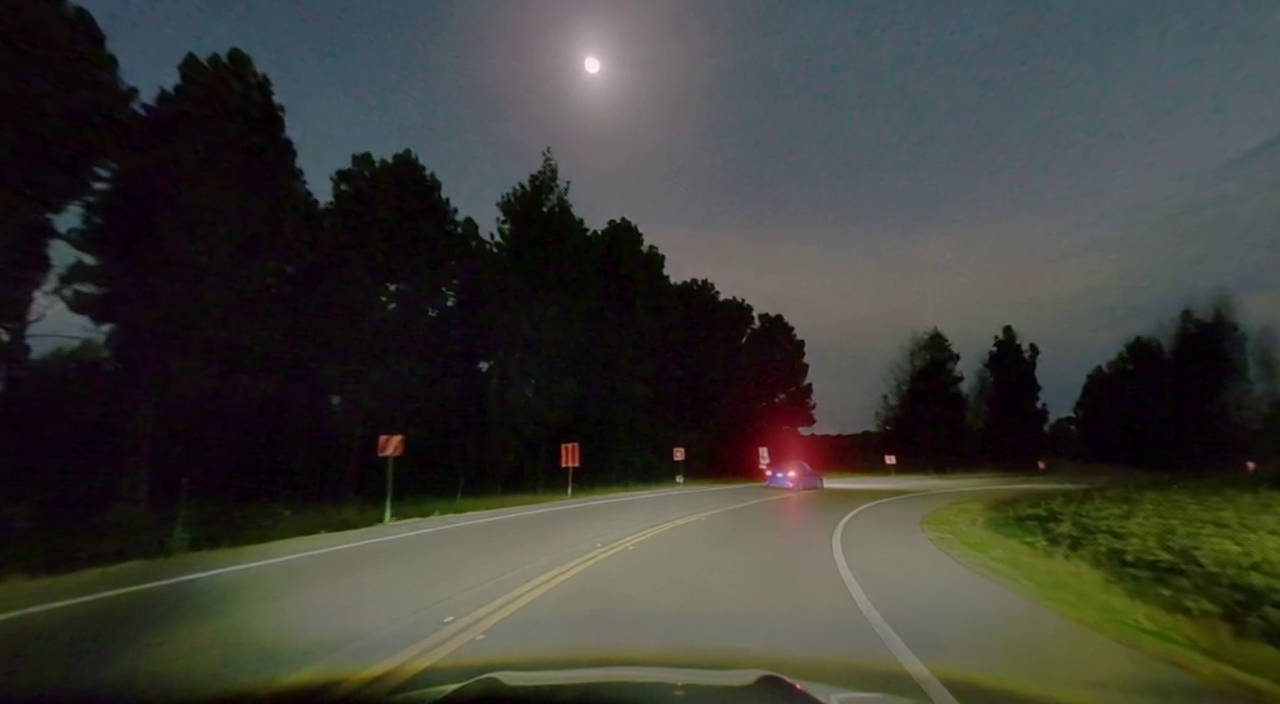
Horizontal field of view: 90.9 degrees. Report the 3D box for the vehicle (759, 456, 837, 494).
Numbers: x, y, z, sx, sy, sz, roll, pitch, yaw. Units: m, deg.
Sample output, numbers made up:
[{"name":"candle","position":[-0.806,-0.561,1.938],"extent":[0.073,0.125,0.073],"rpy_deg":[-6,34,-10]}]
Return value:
[{"name":"vehicle","position":[7.743,5.942,30.637],"extent":[1.997,1.692,4.422],"rpy_deg":[-7,-13,37]}]
